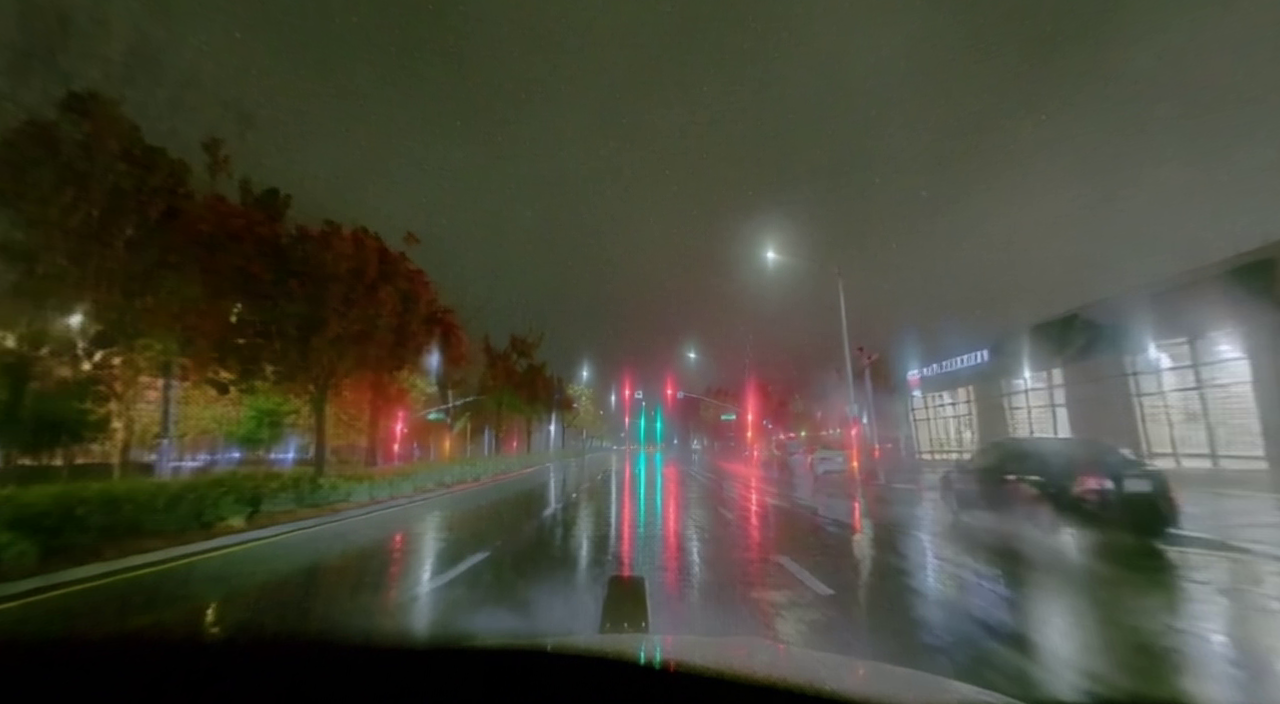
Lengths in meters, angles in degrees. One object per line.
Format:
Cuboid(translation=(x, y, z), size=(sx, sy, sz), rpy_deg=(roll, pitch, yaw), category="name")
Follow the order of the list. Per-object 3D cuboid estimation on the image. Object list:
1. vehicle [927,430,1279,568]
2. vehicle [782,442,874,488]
Cuboid(translation=(6.554, 1.972, 9.413), size=(2.109, 1.477, 4.963), rpy_deg=(0, -8, -1), category="vehicle")
Cuboid(translation=(6.692, 4.062, 23.056), size=(1.847, 1.472, 4.846), rpy_deg=(0, -8, 0), category="vehicle")
